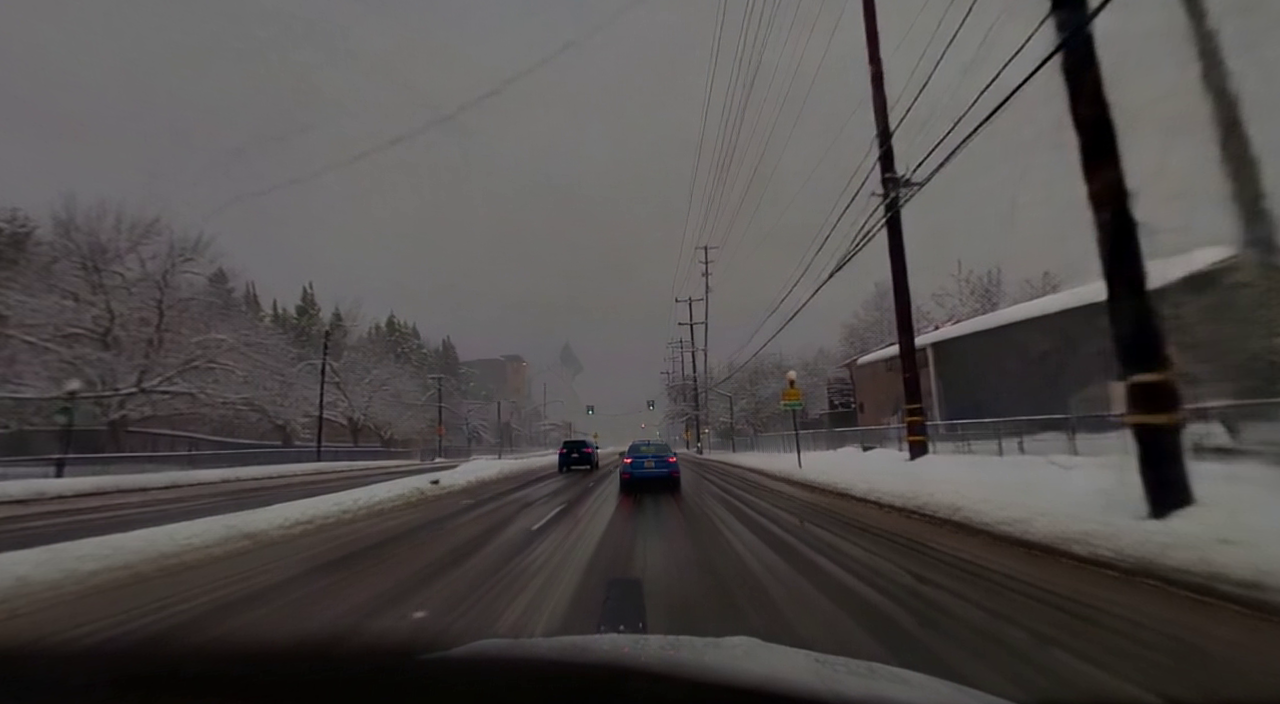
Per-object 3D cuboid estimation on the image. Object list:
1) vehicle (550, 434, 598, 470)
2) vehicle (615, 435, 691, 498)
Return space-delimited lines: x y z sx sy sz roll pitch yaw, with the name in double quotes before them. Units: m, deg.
"vehicle" -3.519 5.439 34.410 2.078 1.804 4.387 0 -8 1
"vehicle" 0.340 3.430 19.164 2.059 1.691 3.980 0 -8 0
